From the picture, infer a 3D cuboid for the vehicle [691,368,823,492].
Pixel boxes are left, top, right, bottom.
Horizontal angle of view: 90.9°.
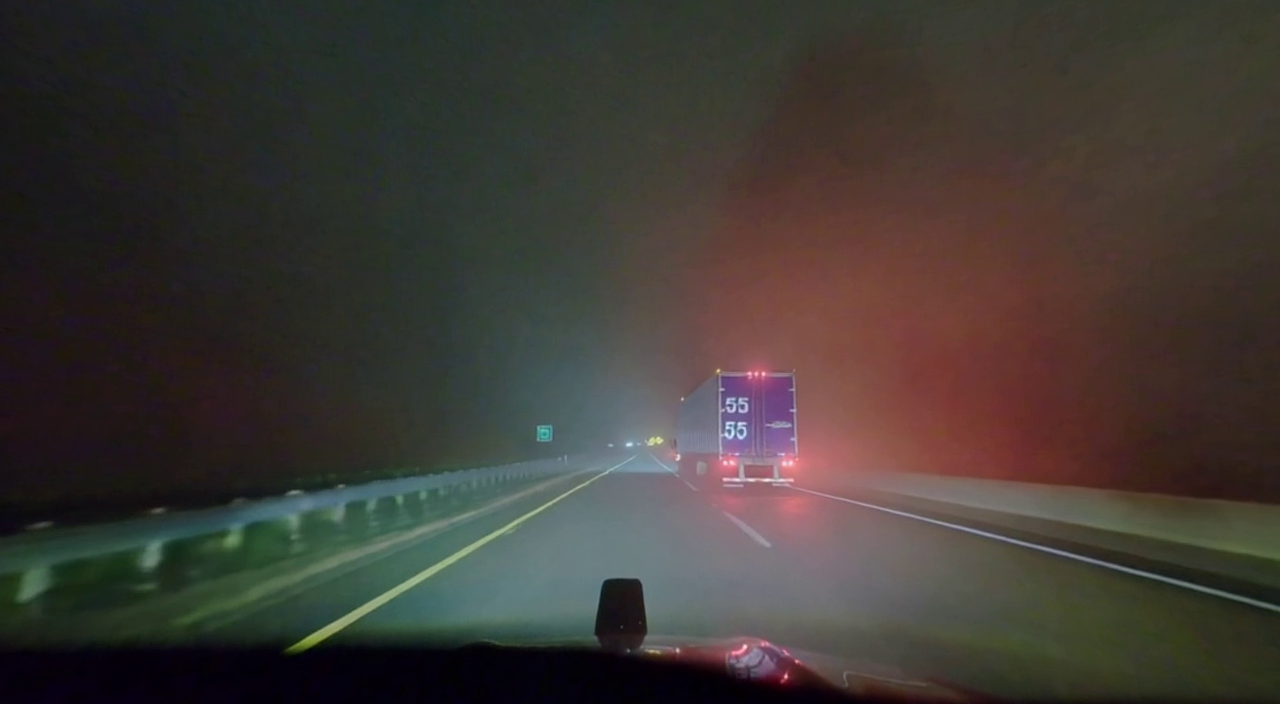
[{"bbox_3d":[3.942,3.138,24.189,3.107,3.718,10.231,0,-9,0],"label":"vehicle"}]
